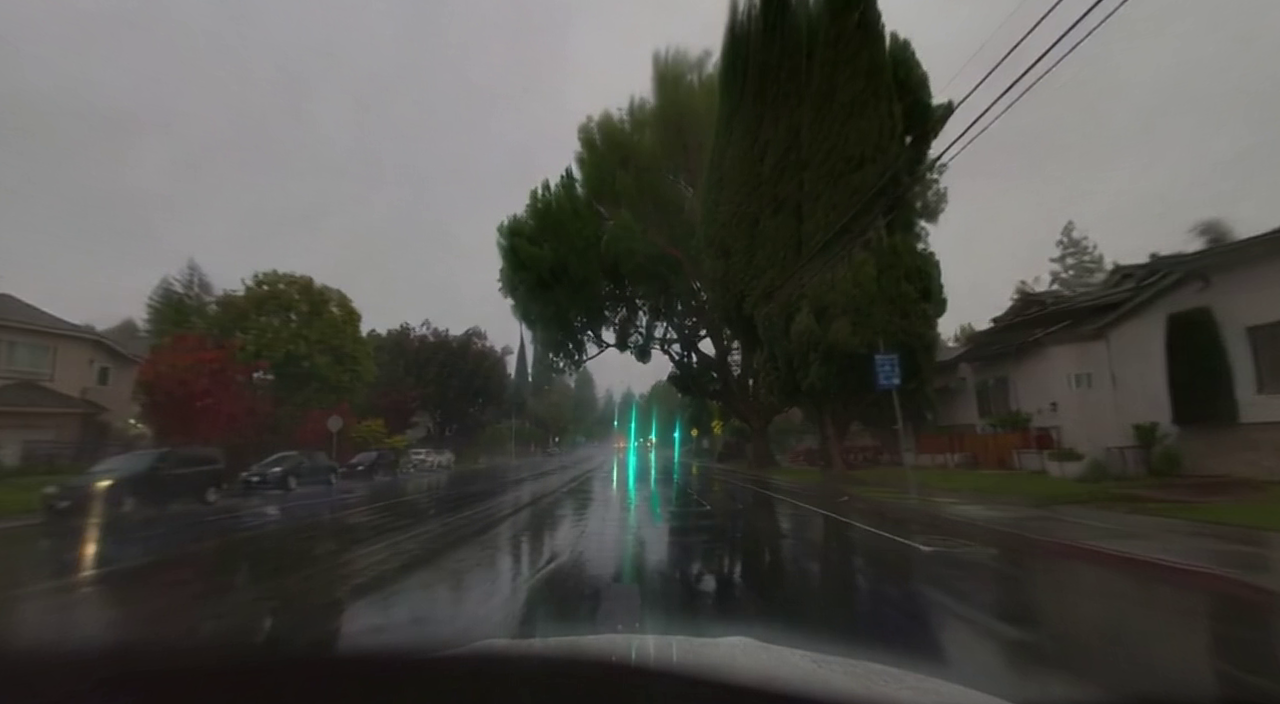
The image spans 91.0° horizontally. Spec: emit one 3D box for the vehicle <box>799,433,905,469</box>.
[{"bbox_3d":[11.272,5.288,33.739,4.880,1.842,2.069,0,-9,-1],"label":"vehicle"}]

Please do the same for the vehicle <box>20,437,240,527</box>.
[{"bbox_3d":[-12.096,3.092,15.408,1.932,1.673,4.314,-5,-9,-2],"label":"vehicle"}]

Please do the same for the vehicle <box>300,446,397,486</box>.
[{"bbox_3d":[-12.167,4.808,26.646,1.888,1.477,4.629,-1,-10,0],"label":"vehicle"}]
